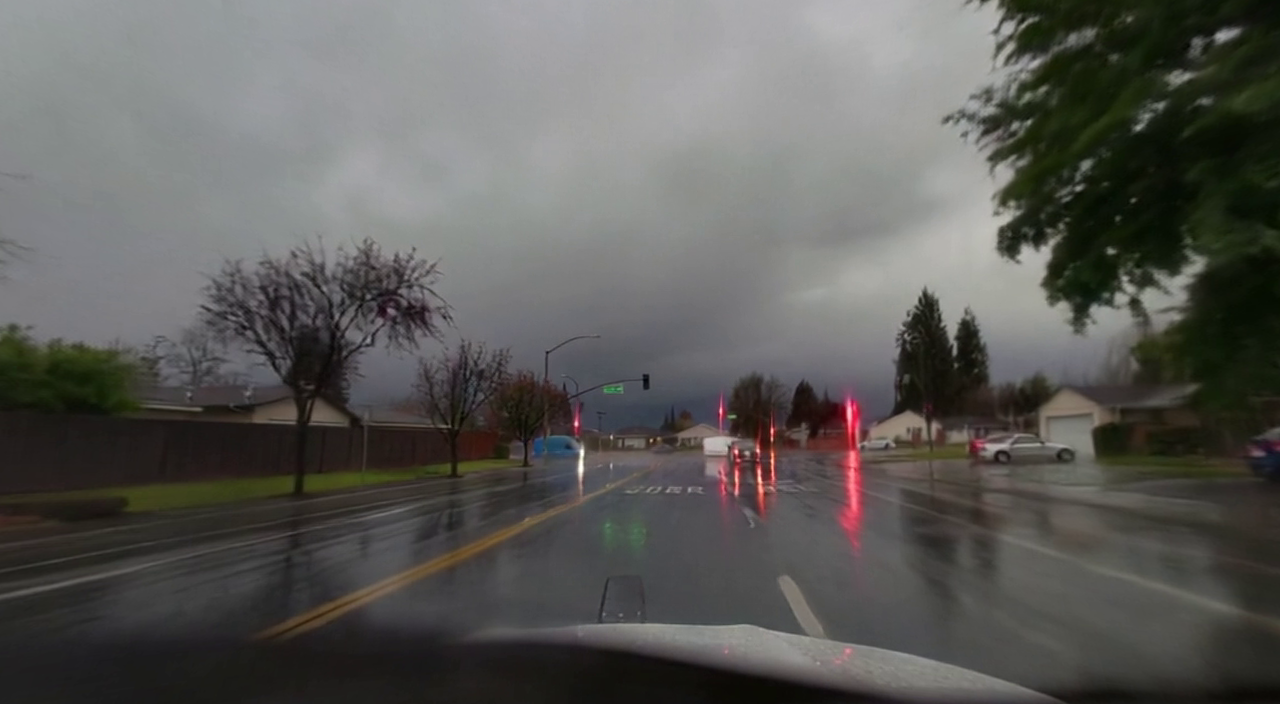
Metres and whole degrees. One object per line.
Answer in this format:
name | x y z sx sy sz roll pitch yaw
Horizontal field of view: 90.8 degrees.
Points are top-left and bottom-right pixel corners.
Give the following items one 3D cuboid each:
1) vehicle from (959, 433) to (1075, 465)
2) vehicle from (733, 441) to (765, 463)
vehicle | 19.552 5.046 32.987 4.702 1.595 1.986 -1 -8 5
vehicle | 7.746 7.166 45.283 1.947 1.485 4.336 -1 -8 5
